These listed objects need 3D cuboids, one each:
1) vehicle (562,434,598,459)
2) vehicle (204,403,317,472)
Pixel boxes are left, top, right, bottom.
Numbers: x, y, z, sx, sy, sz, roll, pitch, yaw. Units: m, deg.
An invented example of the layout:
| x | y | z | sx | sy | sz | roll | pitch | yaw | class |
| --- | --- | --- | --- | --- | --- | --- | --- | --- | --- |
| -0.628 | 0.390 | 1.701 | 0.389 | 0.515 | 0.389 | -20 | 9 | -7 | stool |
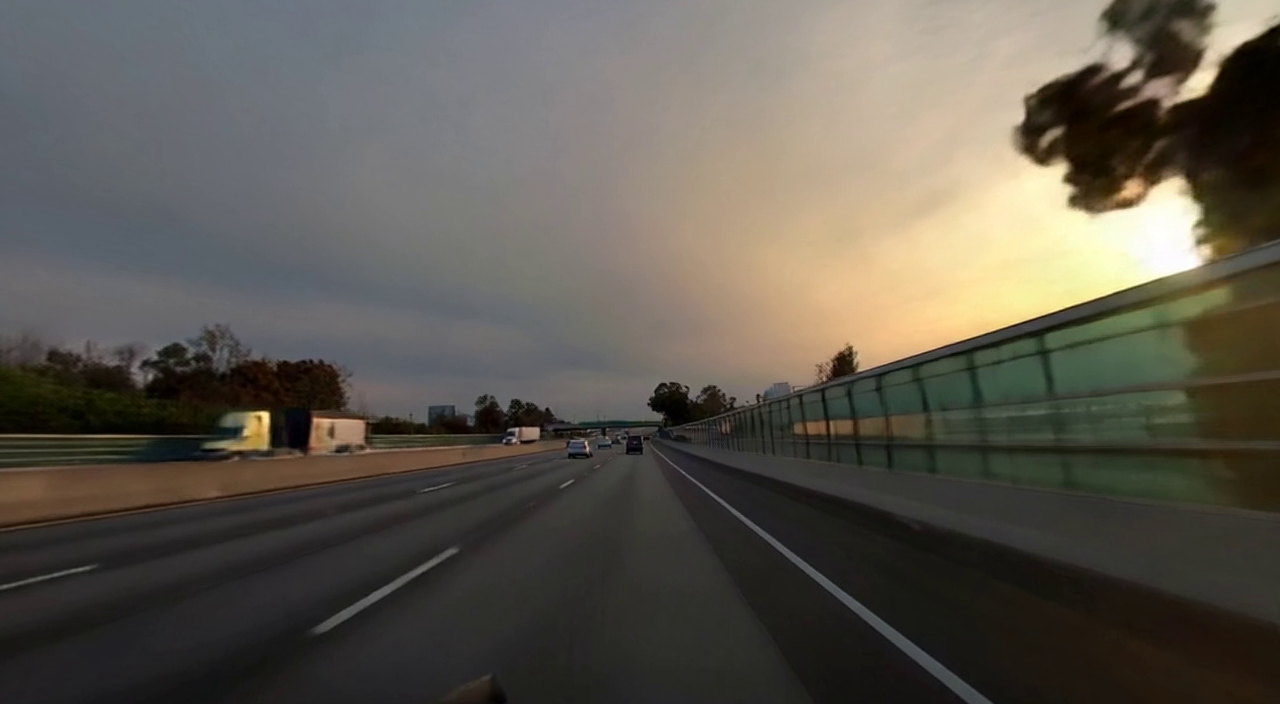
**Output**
| x | y | z | sx | sy | sz | roll | pitch | yaw | class |
| --- | --- | --- | --- | --- | --- | --- | --- | --- | --- |
| -4.168 | 6.612 | 43.963 | 2.063 | 1.598 | 4.189 | 0 | -8 | 0 | vehicle |
| -24.850 | 5.735 | 41.591 | 3.405 | 4.202 | 6.331 | 0 | -9 | -1 | vehicle |
